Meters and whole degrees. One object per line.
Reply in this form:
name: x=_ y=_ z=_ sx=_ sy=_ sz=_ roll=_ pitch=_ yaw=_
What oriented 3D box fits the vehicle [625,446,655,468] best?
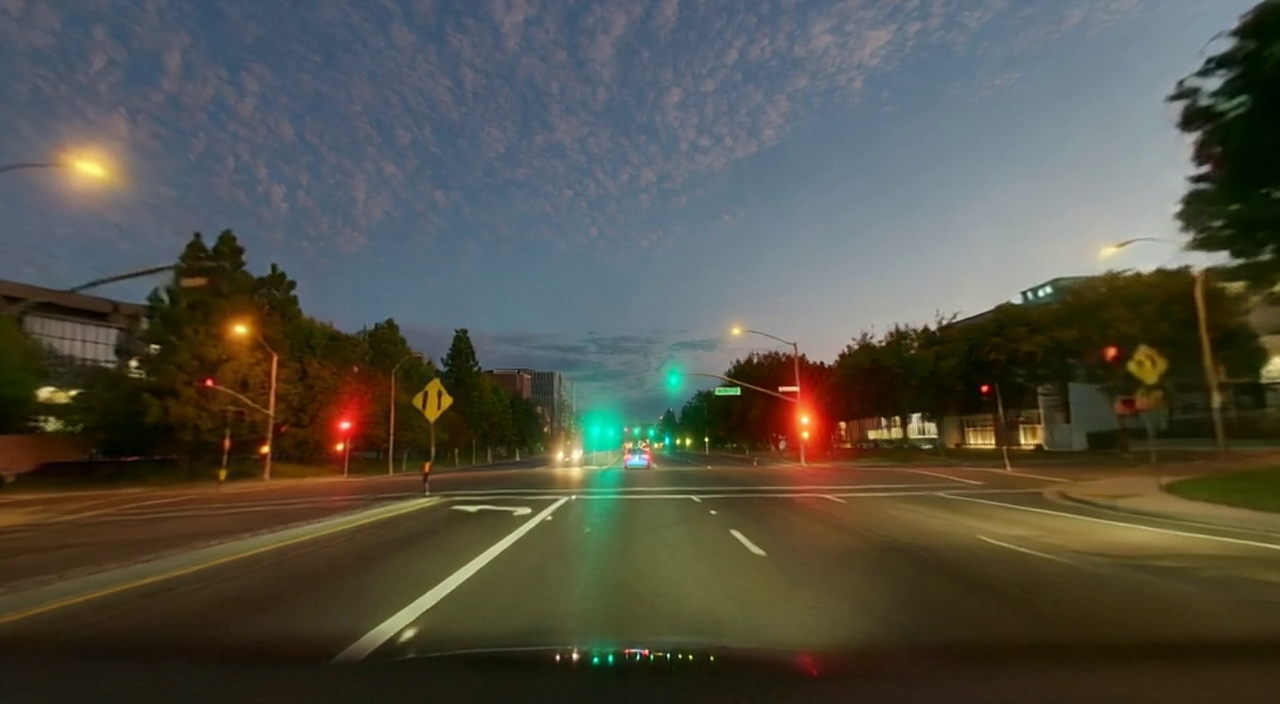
vehicle: x=-0.016 y=7.529 z=45.166 sx=2.064 sy=1.477 sz=3.968 roll=0 pitch=-9 yaw=0
